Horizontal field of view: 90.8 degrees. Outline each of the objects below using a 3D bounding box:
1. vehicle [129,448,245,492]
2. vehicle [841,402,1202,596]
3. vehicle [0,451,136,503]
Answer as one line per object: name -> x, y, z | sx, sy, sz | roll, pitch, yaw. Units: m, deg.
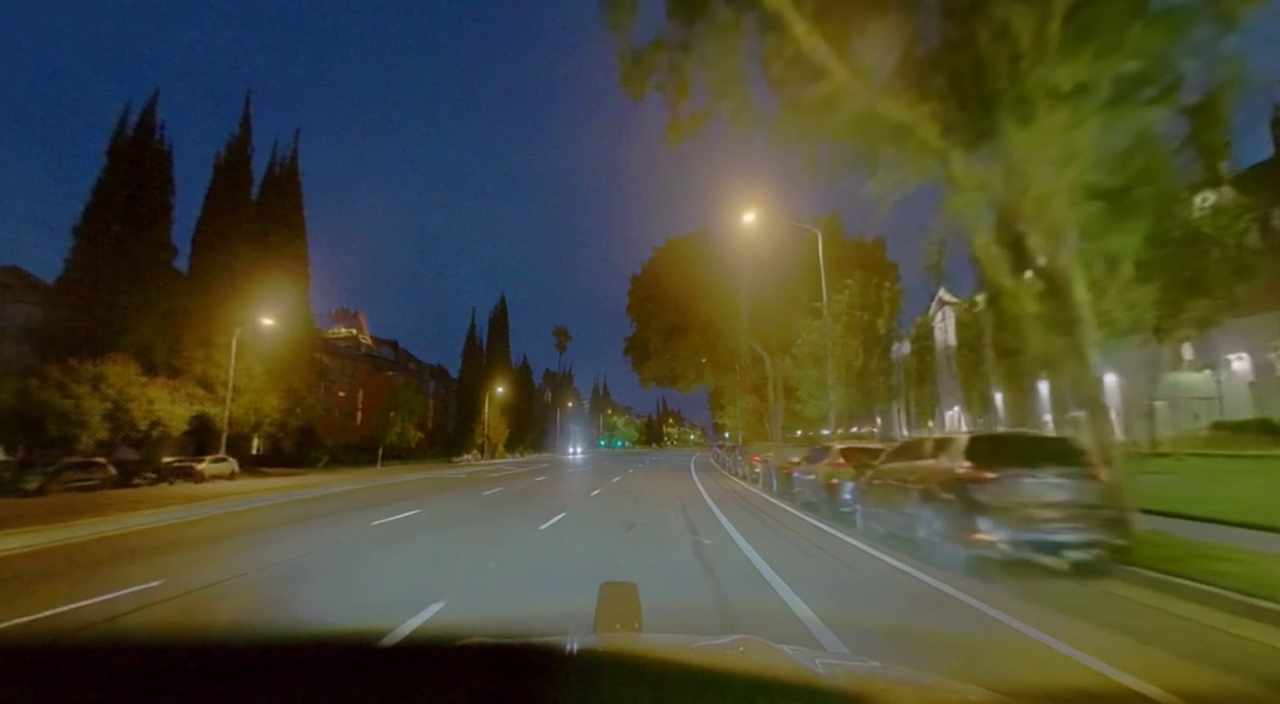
vehicle -> -22.644, 5.878, 31.906 | 2.171, 1.745, 4.867 | -2, -7, 2
vehicle -> 4.116, 1.643, 7.934 | 2.013, 1.710, 4.403 | -1, -9, 5
vehicle -> -23.325, 4.886, 25.231 | 2.120, 1.824, 4.908 | -1, -9, 3
